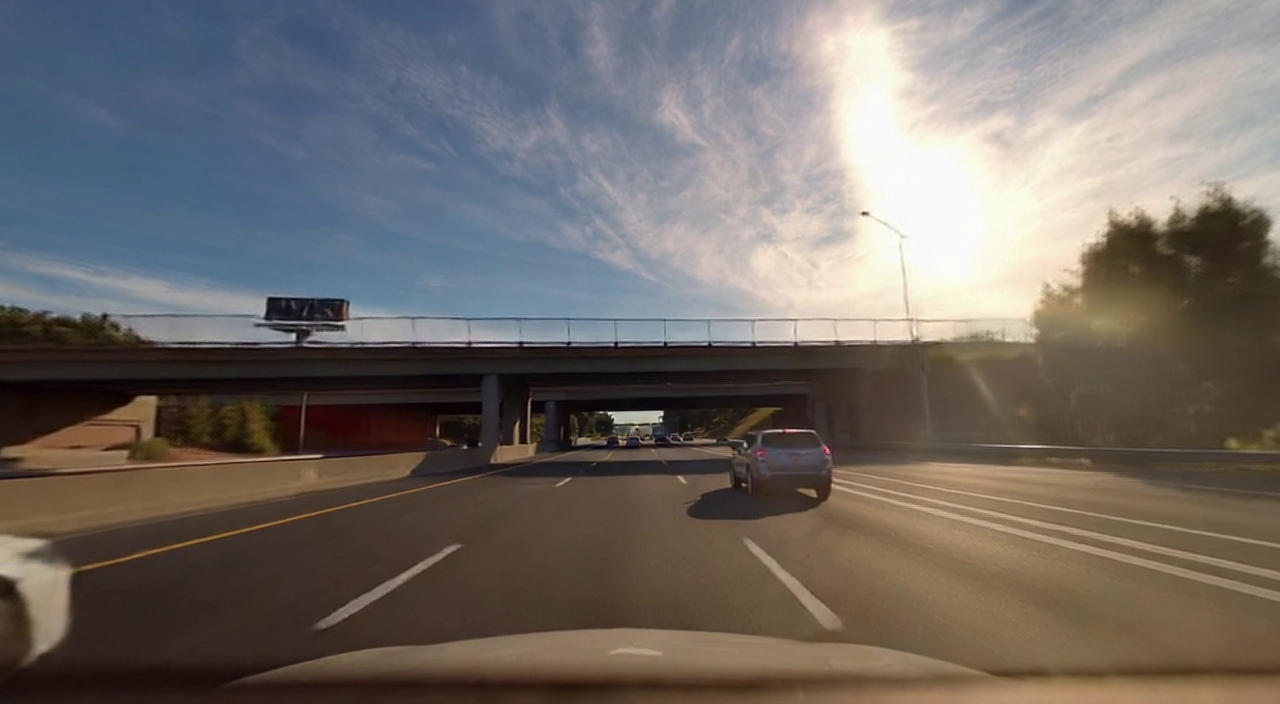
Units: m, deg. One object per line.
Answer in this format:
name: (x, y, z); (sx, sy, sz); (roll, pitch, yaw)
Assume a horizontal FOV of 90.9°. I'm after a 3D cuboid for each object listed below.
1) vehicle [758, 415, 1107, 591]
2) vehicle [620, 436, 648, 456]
vehicle: (3.253, 1.768, 8.517); (2.240, 1.646, 4.949); (0, -8, -1)
vehicle: (-0.452, 7.436, 49.912); (2.103, 1.512, 4.155); (0, -8, 0)
